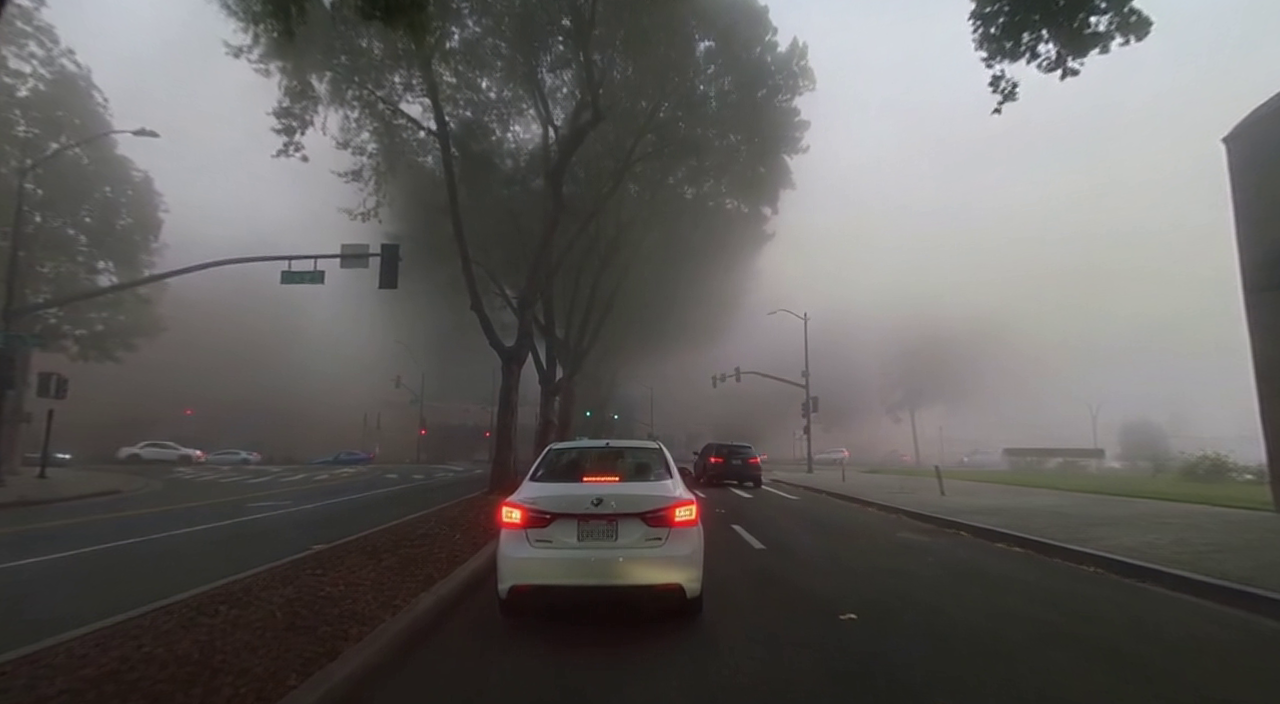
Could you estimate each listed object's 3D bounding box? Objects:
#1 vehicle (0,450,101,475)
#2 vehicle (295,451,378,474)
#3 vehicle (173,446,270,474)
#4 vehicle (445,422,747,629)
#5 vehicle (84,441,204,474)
[{"bbox_3d":[-35.653,6.676,38.188,4.199,1.432,1.727,2,-9,-12],"label":"vehicle"},{"bbox_3d":[-19.935,7.285,41.689,4.548,1.449,1.802,2,-9,-13],"label":"vehicle"},{"bbox_3d":[-26.468,6.820,40.101,4.575,1.718,2.008,2,-9,-12],"label":"vehicle"},{"bbox_3d":[-0.331,1.571,6.760,2.173,1.479,4.264,0,-8,0],"label":"vehicle"},{"bbox_3d":[-28.082,5.983,35.938,4.877,1.754,1.978,2,-9,-12],"label":"vehicle"}]
